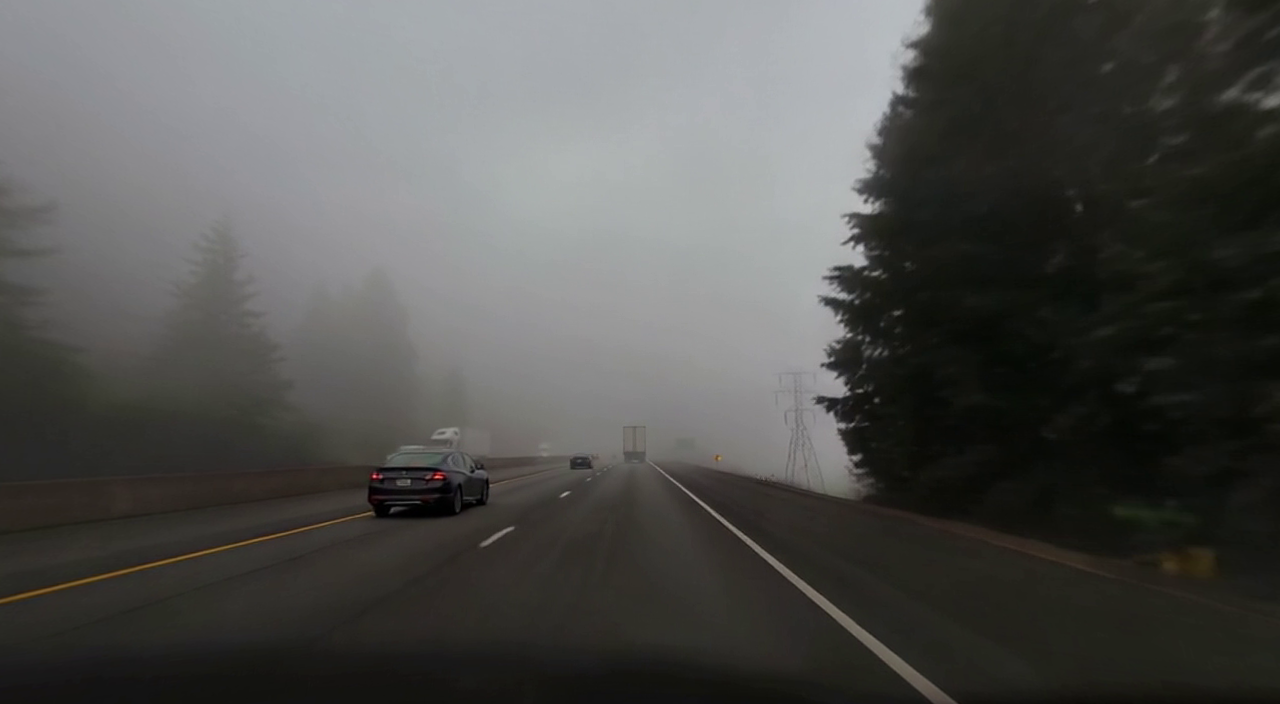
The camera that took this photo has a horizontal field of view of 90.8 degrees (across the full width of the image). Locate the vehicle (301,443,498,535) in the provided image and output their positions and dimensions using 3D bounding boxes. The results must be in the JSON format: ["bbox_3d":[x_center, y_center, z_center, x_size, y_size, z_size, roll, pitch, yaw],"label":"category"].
[{"bbox_3d":[-4.365,2.555,12.384,2.106,1.445,4.404,0,-9,1],"label":"vehicle"}]
